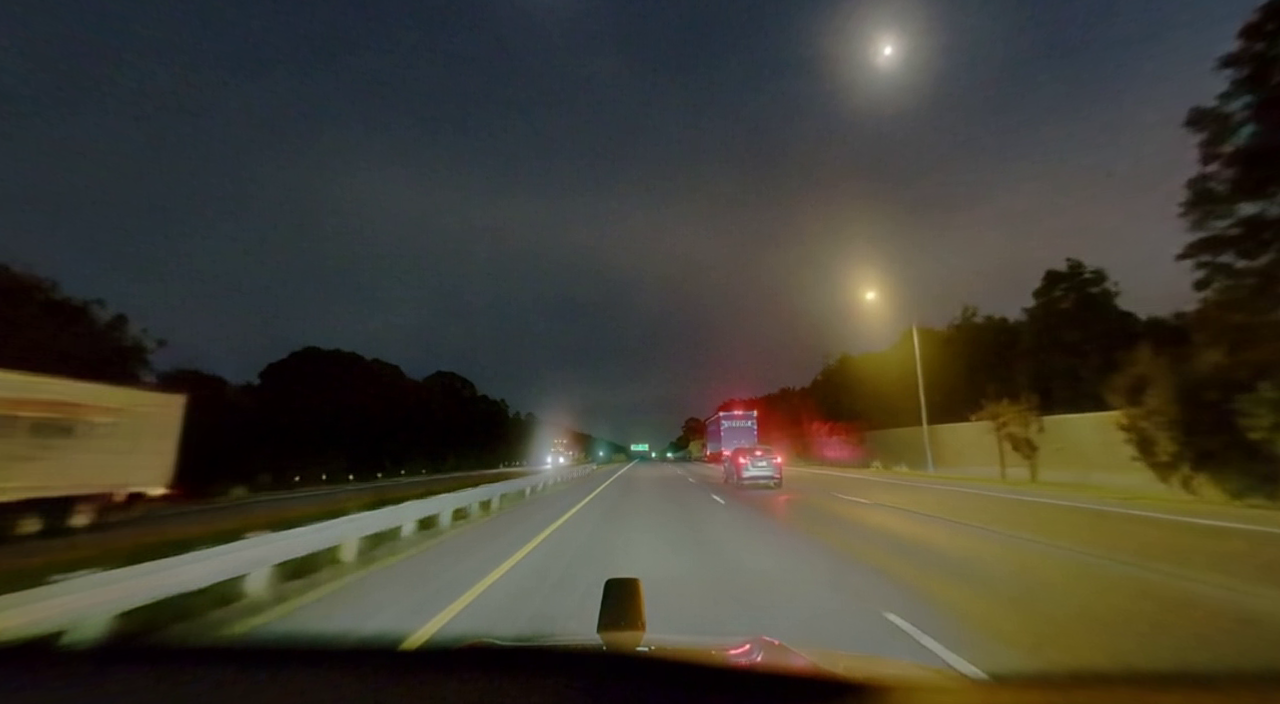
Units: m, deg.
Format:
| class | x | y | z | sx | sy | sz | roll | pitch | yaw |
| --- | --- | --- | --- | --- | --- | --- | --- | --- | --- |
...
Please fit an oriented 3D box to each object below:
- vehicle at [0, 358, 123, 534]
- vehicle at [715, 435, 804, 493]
| class | x | y | z | sx | sy | sz | roll | pitch | yaw |
| --- | --- | --- | --- | --- | --- | --- | --- | --- | --- |
| vehicle | -15.520 | 1.446 | 9.848 | 2.934 | 3.806 | 14.208 | 0 | -9 | 0 |
| vehicle | 3.904 | 3.762 | 21.394 | 2.093 | 1.742 | 4.167 | 0 | -9 | -1 |
